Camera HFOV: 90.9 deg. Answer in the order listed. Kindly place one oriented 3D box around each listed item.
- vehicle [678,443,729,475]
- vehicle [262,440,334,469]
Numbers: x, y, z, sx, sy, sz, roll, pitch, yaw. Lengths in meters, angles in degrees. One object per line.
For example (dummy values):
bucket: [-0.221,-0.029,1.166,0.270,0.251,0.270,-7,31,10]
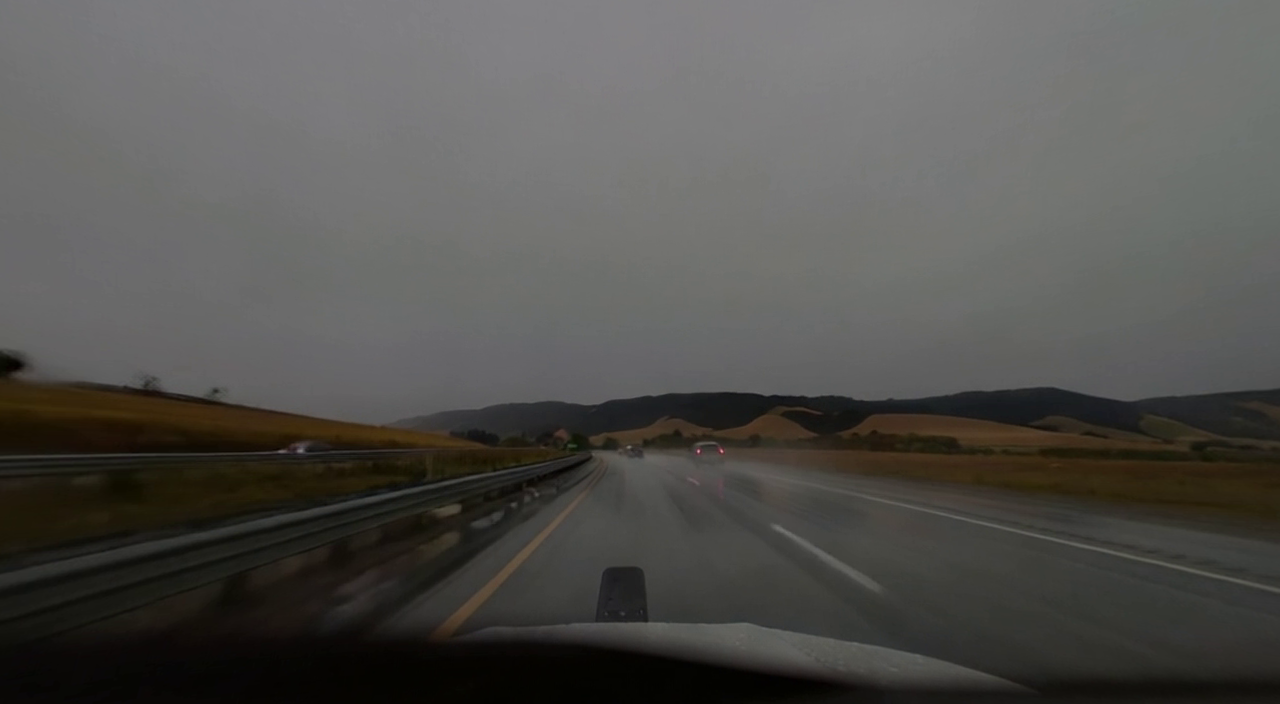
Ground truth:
vehicle: [3.263,5.606,33.346,1.960,1.516,4.657,0,-8,-3]
vehicle: [-21.750,6.531,40.372,2.062,1.750,4.749,0,-8,-2]
